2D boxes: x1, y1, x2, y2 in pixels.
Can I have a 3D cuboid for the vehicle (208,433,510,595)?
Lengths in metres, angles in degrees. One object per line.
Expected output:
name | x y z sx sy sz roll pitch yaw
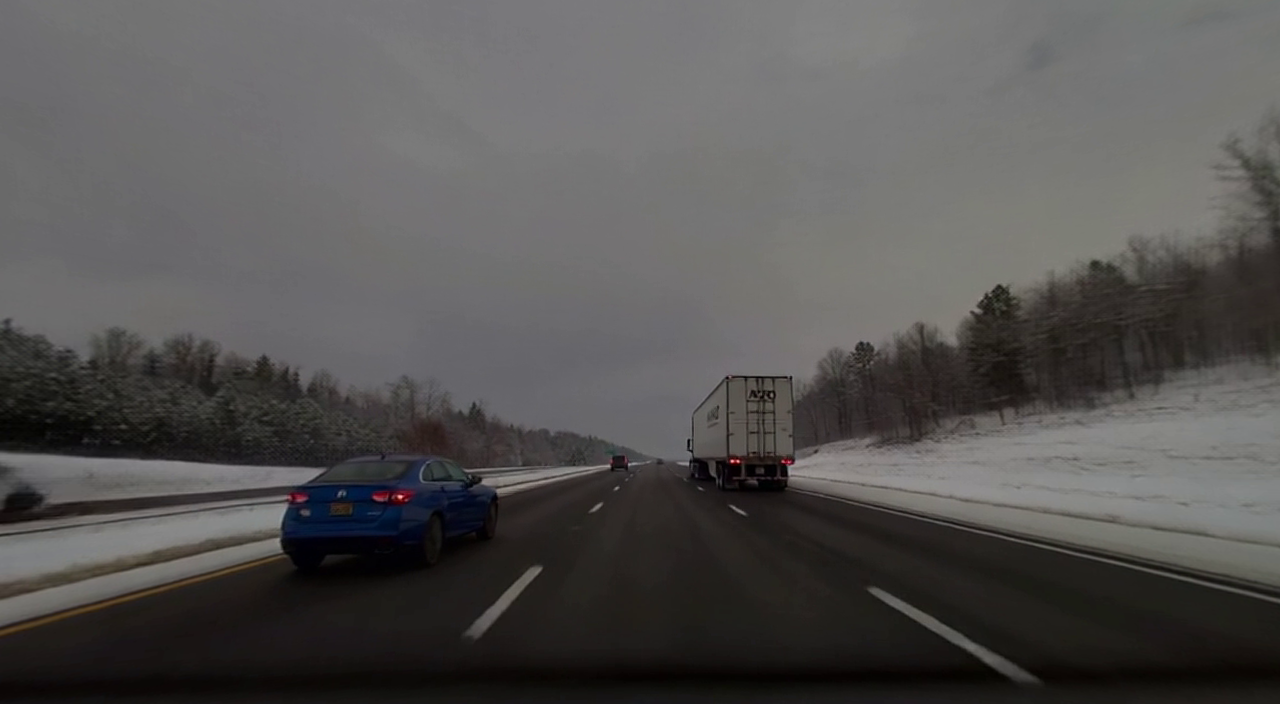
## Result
vehicle | -3.169 1.900 8.303 1.945 1.537 4.294 0 -9 1

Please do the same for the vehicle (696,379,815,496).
vehicle | 4.612 4.013 28.847 2.832 4.034 13.924 0 -9 0
